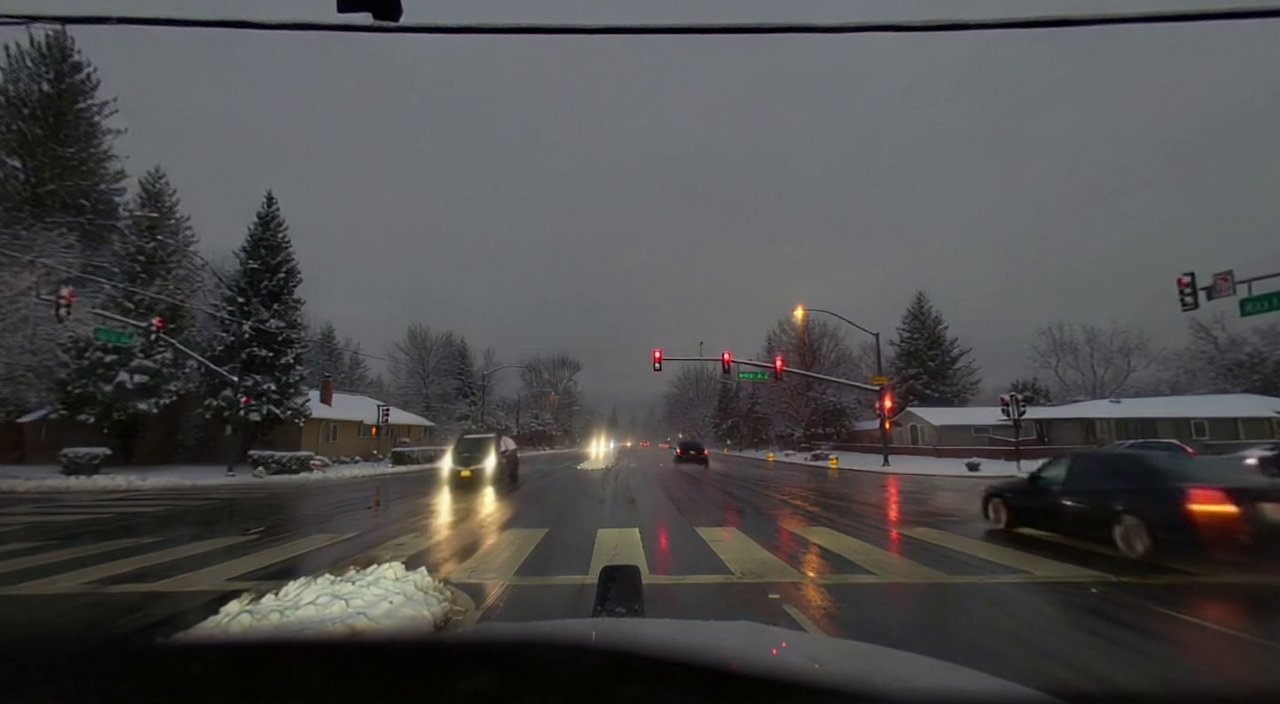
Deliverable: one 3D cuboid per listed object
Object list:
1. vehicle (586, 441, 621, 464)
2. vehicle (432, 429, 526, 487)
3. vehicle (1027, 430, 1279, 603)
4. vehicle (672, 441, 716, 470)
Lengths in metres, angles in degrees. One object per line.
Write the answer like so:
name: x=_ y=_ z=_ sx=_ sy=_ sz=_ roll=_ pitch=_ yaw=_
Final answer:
vehicle: x=-2.392 y=6.715 z=42.283 sx=2.045 sy=1.484 sz=3.991 roll=0 pitch=-9 yaw=0
vehicle: x=-5.123 y=3.443 z=20.723 sx=2.025 sy=1.704 sz=4.104 roll=0 pitch=-9 yaw=-1
vehicle: x=6.738 y=1.757 z=7.653 sx=1.961 sy=1.494 sz=4.438 roll=-2 pitch=-9 yaw=11
vehicle: x=2.887 y=5.627 z=34.623 sx=1.947 sy=1.467 sz=4.455 roll=0 pitch=-9 yaw=-1
